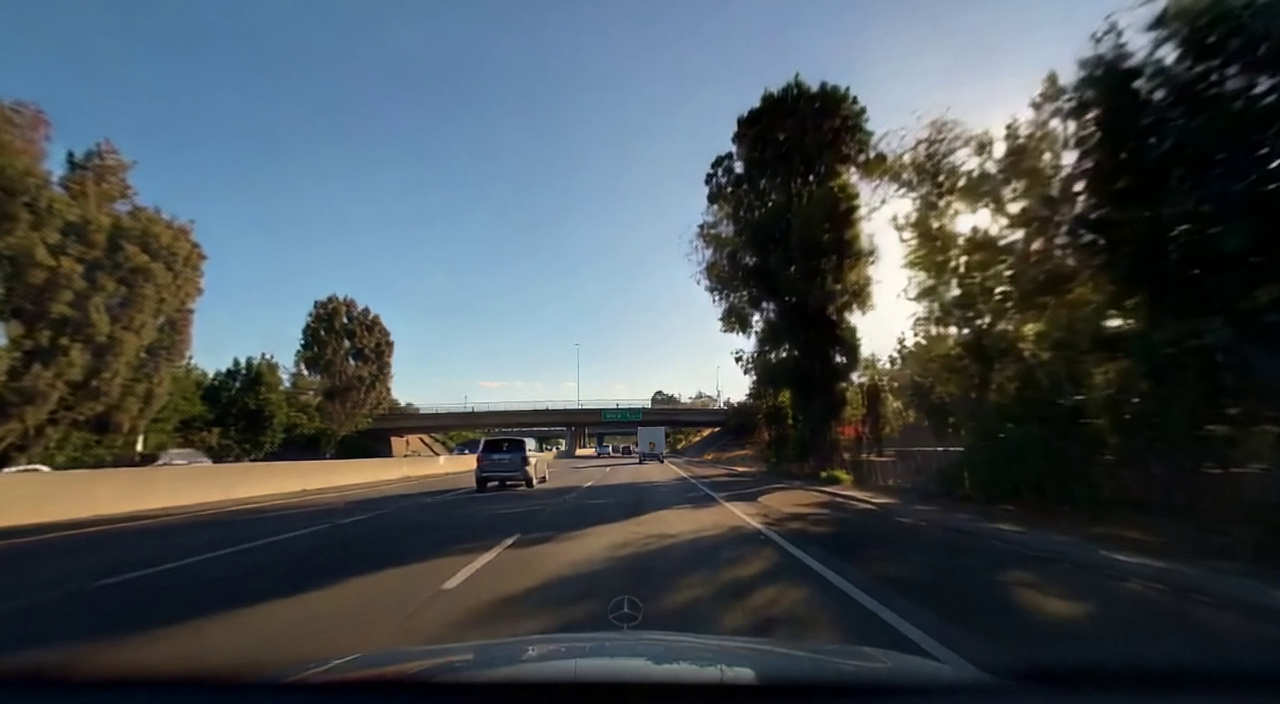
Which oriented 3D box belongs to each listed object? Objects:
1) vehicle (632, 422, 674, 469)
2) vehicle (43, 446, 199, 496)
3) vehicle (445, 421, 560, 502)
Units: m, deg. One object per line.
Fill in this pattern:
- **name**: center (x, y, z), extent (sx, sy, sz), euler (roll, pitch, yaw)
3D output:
- **vehicle**: center (0.814, 6.766, 45.442), extent (2.790, 3.075, 7.414), euler (0, -9, -1)
- **vehicle**: center (-19.879, 4.553, 24.476), extent (2.082, 1.713, 4.606), euler (0, -9, 1)
- **vehicle**: center (-3.937, 3.300, 19.307), extent (2.233, 2.093, 5.565), euler (0, -9, 0)
